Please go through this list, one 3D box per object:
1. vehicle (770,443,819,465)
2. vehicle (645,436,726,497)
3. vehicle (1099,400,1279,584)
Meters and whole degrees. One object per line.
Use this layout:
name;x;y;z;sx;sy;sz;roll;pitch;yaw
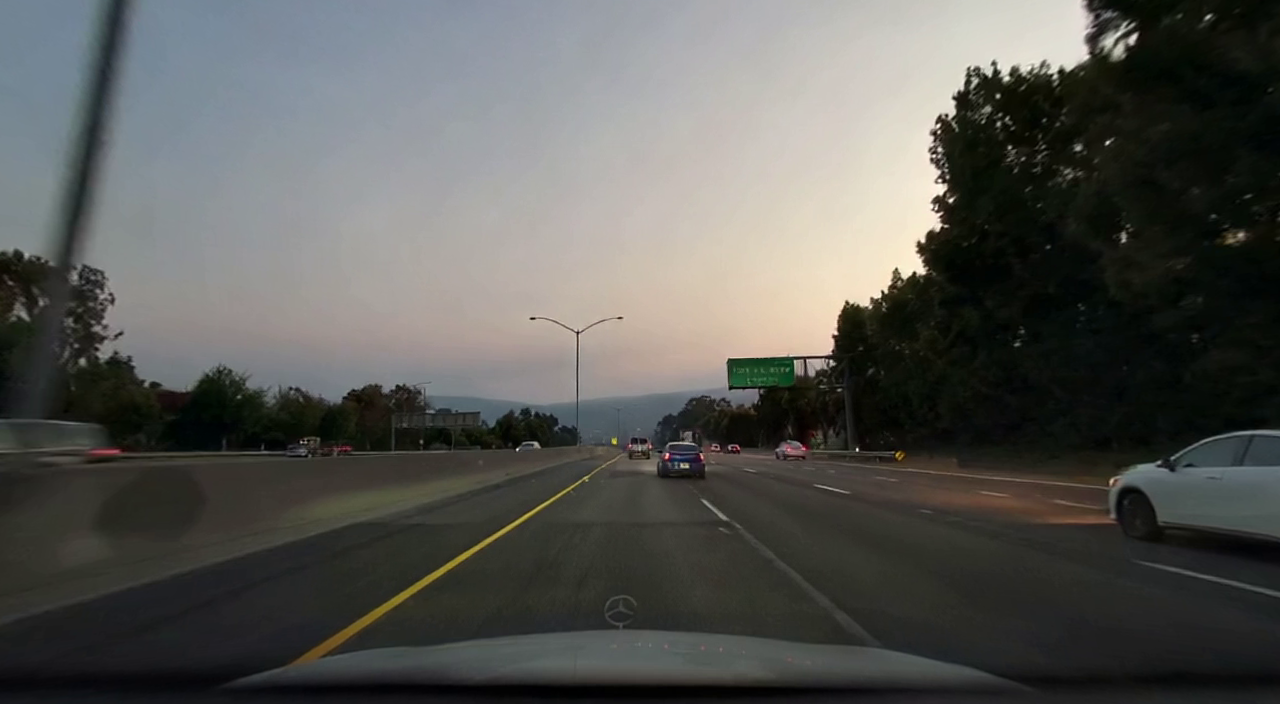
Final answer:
vehicle;10.751;7.095;44.242;2.087;1.442;4.834;0;-9;-1
vehicle;1.226;3.345;18.954;1.864;1.566;4.446;0;-8;-3
vehicle;6.907;1.273;5.731;2.027;1.679;4.543;0;-9;0
